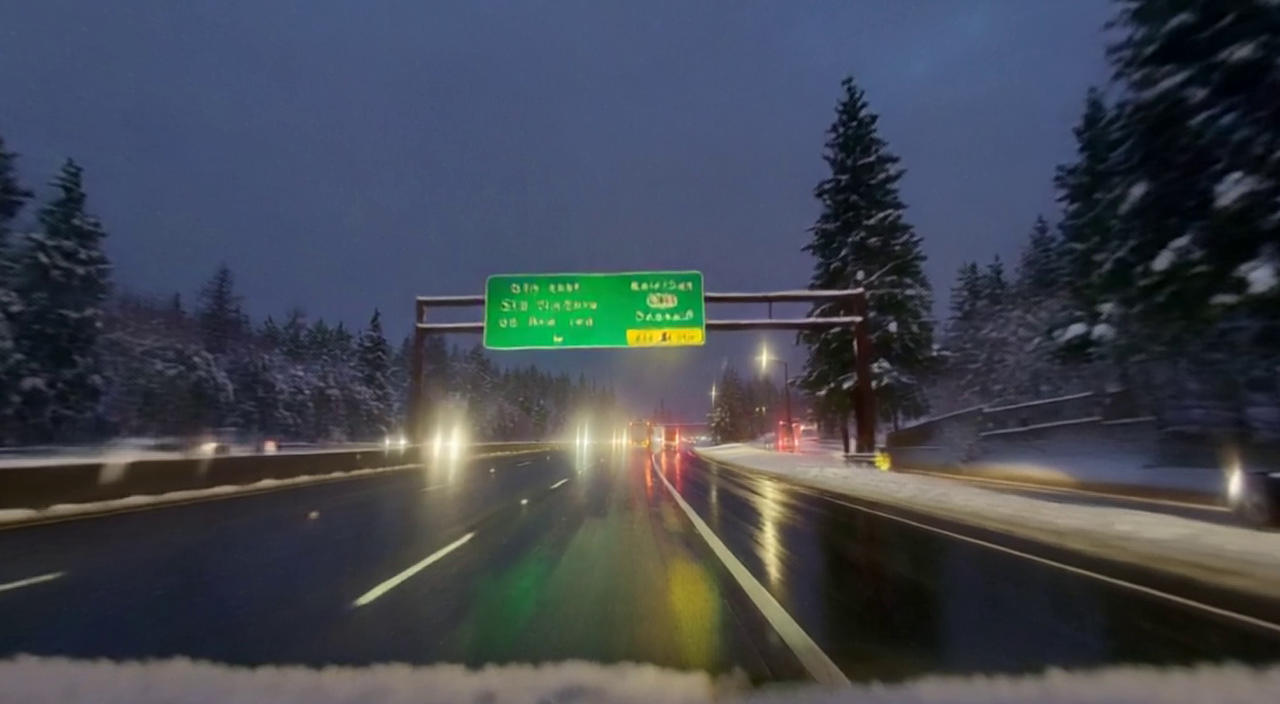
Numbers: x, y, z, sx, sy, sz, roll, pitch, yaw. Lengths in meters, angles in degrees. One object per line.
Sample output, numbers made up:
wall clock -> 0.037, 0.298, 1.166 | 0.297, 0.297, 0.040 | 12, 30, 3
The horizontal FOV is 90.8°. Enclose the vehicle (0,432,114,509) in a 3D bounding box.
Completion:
vehicle -> -13.149, 2.291, 12.249 | 1.925, 1.456, 4.613 | 0, -8, 0

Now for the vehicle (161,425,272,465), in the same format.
vehicle -> -19.224, 4.250, 28.974 | 1.960, 1.706, 4.524 | 0, -8, 0
